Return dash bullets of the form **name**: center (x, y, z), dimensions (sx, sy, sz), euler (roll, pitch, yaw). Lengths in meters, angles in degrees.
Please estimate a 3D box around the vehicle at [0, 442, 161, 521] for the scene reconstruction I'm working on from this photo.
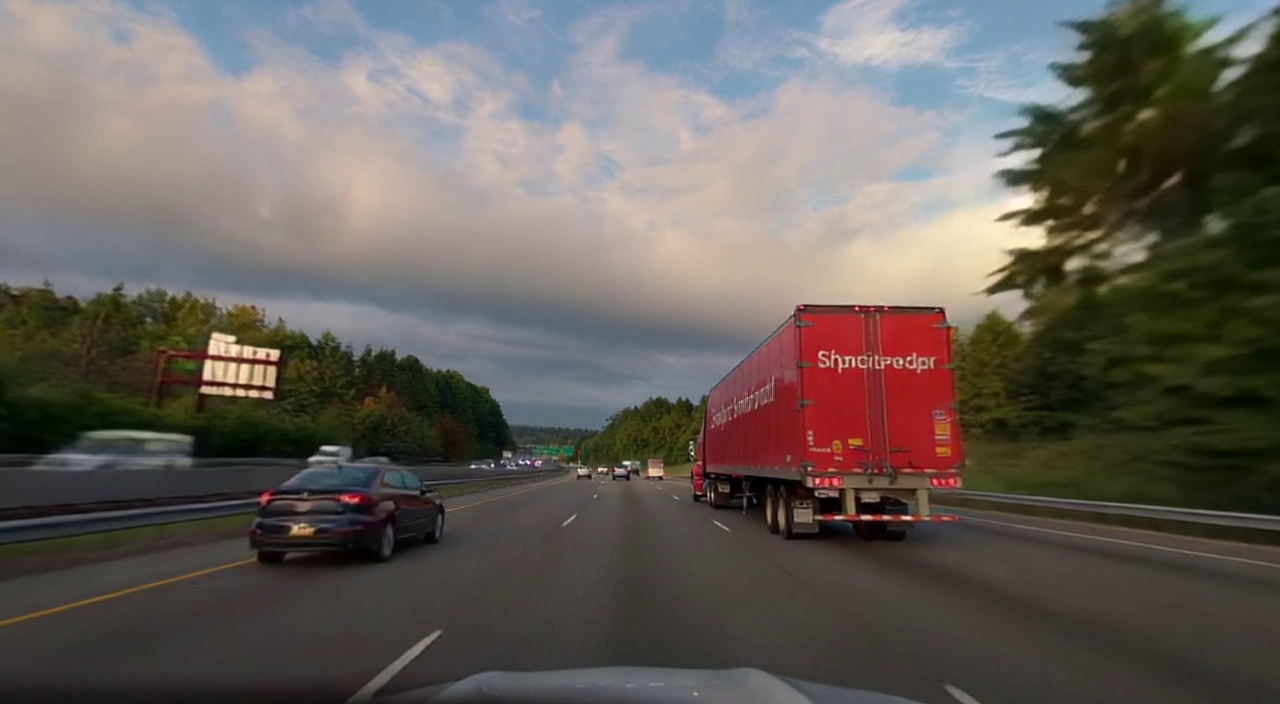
- **vehicle**: center (-13.020, 2.763, 13.623), dimensions (1.863, 1.466, 4.421), euler (1, -11, -1)

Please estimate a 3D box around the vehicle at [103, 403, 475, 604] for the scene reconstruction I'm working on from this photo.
- **vehicle**: center (-3.775, 1.797, 8.071), dimensions (2.070, 1.775, 4.646), euler (1, -11, -1)

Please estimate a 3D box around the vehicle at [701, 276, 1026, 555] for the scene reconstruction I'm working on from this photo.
- **vehicle**: center (4.063, 2.185, 16.670), dimensions (2.992, 4.300, 13.967), euler (1, -11, -2)
